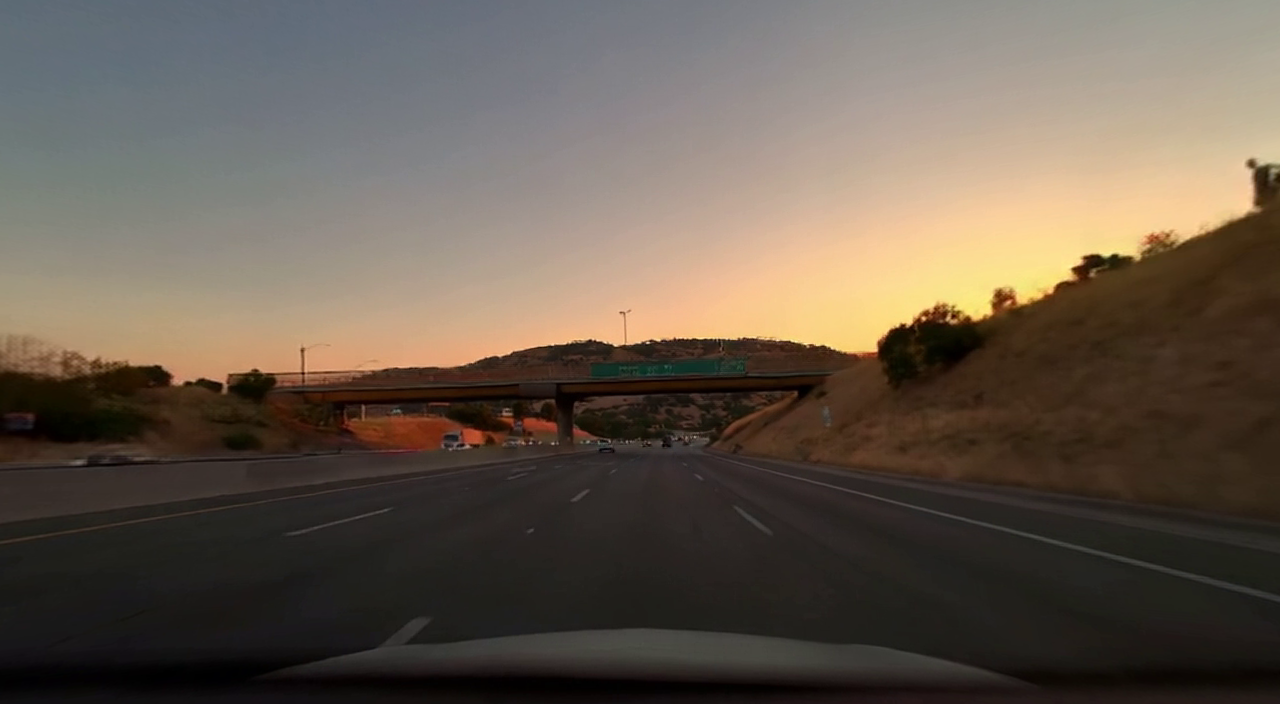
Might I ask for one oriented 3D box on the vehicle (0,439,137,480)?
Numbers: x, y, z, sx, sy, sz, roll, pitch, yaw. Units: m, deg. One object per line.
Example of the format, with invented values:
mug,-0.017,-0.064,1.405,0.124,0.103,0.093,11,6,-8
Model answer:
vehicle,-28.811,5.353,31.676,2.099,1.830,5.661,-1,-9,4
